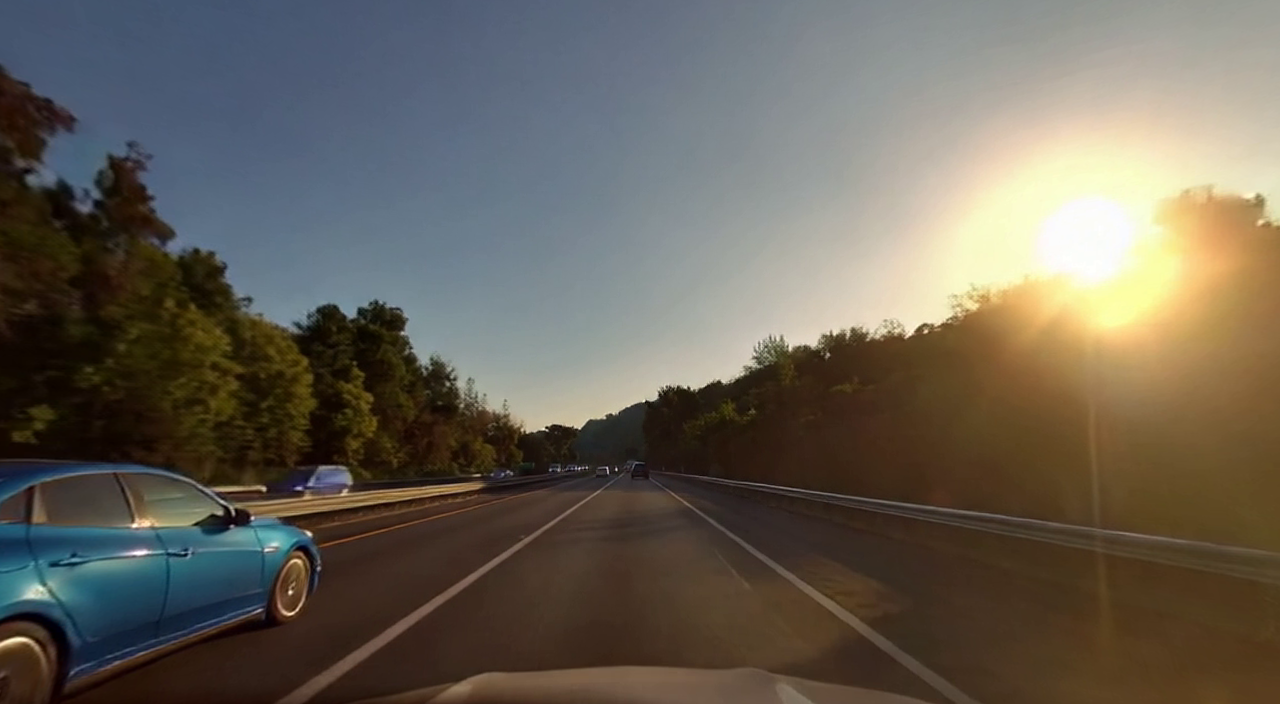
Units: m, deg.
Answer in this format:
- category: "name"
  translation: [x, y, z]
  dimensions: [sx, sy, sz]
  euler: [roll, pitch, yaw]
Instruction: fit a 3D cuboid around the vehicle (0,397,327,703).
- category: "vehicle"
  translation: [-3.551, 1.025, 2.997]
  dimensions: [2.017, 1.516, 4.041]
  euler: [1, -11, 0]
